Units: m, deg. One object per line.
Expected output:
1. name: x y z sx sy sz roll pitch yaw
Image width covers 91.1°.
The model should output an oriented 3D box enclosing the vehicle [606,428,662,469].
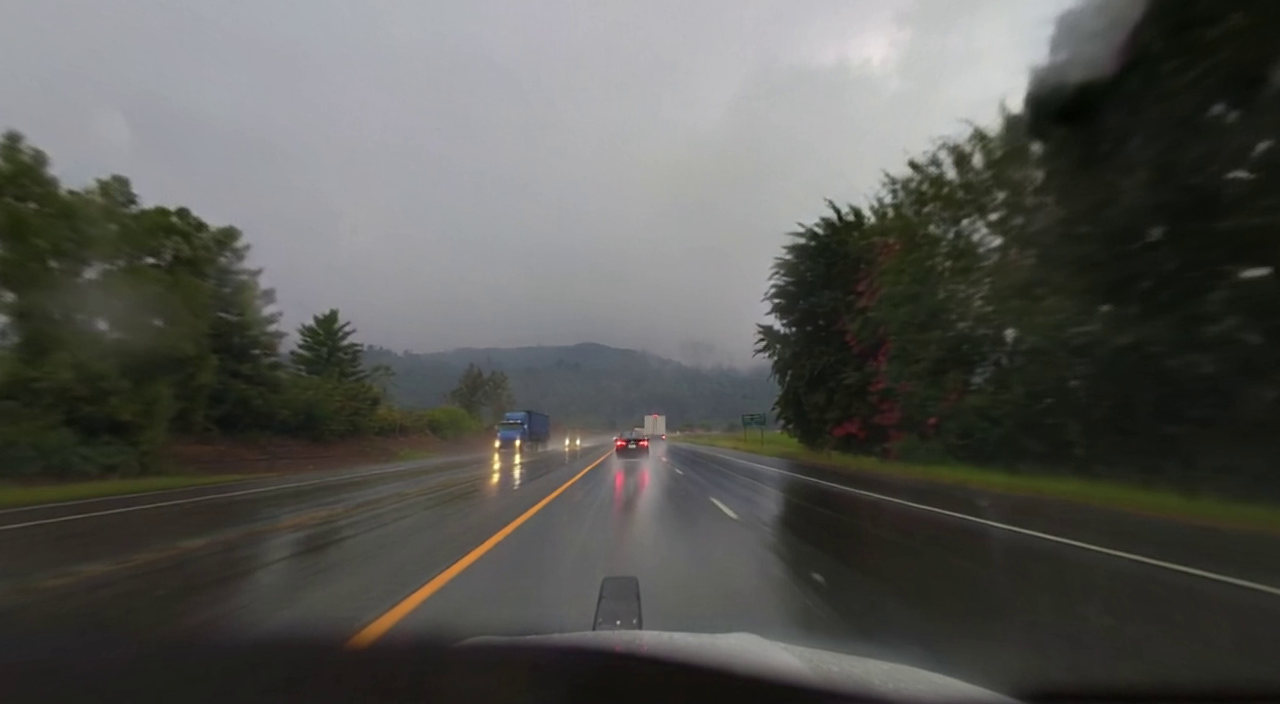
1. vehicle: -0.275 4.097 26.981 2.216 1.623 4.220 0 -8 -1
